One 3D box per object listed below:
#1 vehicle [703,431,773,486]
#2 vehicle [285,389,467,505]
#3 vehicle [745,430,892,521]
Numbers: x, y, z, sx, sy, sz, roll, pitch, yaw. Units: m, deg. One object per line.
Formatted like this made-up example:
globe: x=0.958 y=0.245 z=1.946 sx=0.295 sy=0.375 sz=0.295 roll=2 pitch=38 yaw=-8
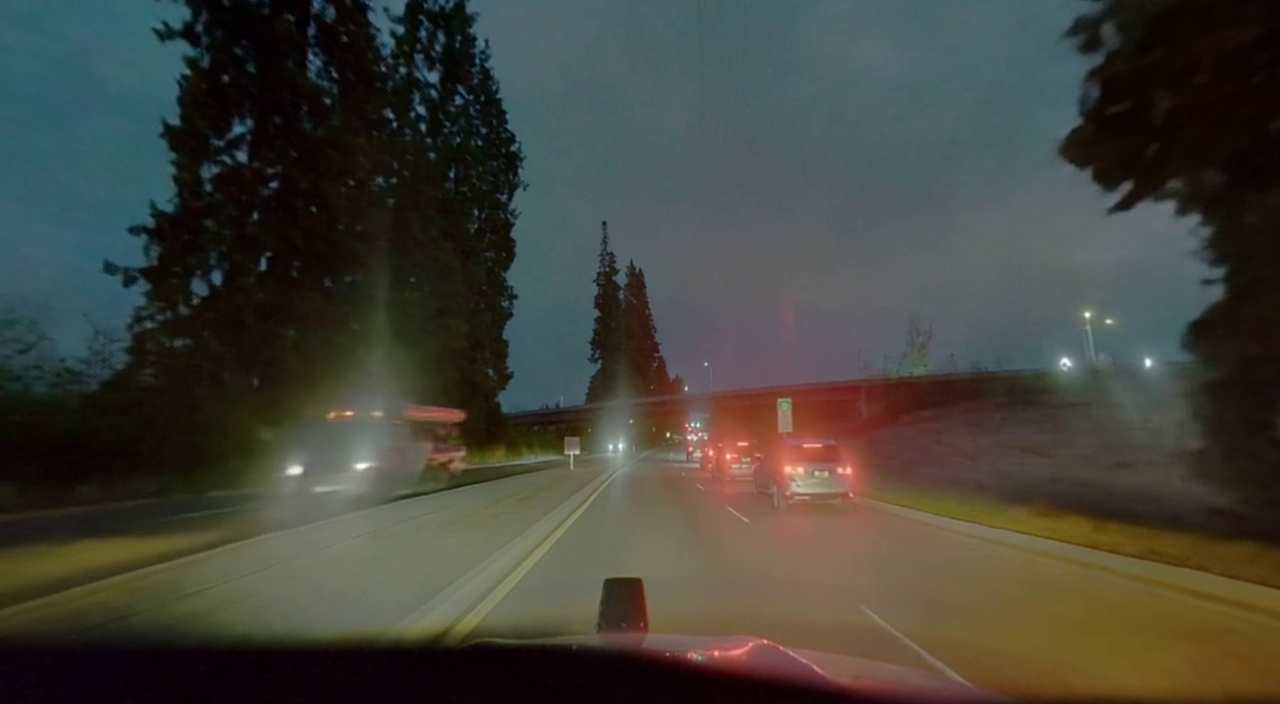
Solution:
vehicle: x=3.671 y=4.094 z=24.471 sx=1.985 sy=1.895 sz=4.496 roll=0 pitch=-8 yaw=0
vehicle: x=-6.644 y=2.518 z=16.791 sx=2.273 sy=2.556 sz=5.337 roll=-1 pitch=-8 yaw=3
vehicle: x=3.744 y=2.659 z=14.124 sx=1.972 sy=1.682 sz=4.397 roll=0 pitch=-8 yaw=0
